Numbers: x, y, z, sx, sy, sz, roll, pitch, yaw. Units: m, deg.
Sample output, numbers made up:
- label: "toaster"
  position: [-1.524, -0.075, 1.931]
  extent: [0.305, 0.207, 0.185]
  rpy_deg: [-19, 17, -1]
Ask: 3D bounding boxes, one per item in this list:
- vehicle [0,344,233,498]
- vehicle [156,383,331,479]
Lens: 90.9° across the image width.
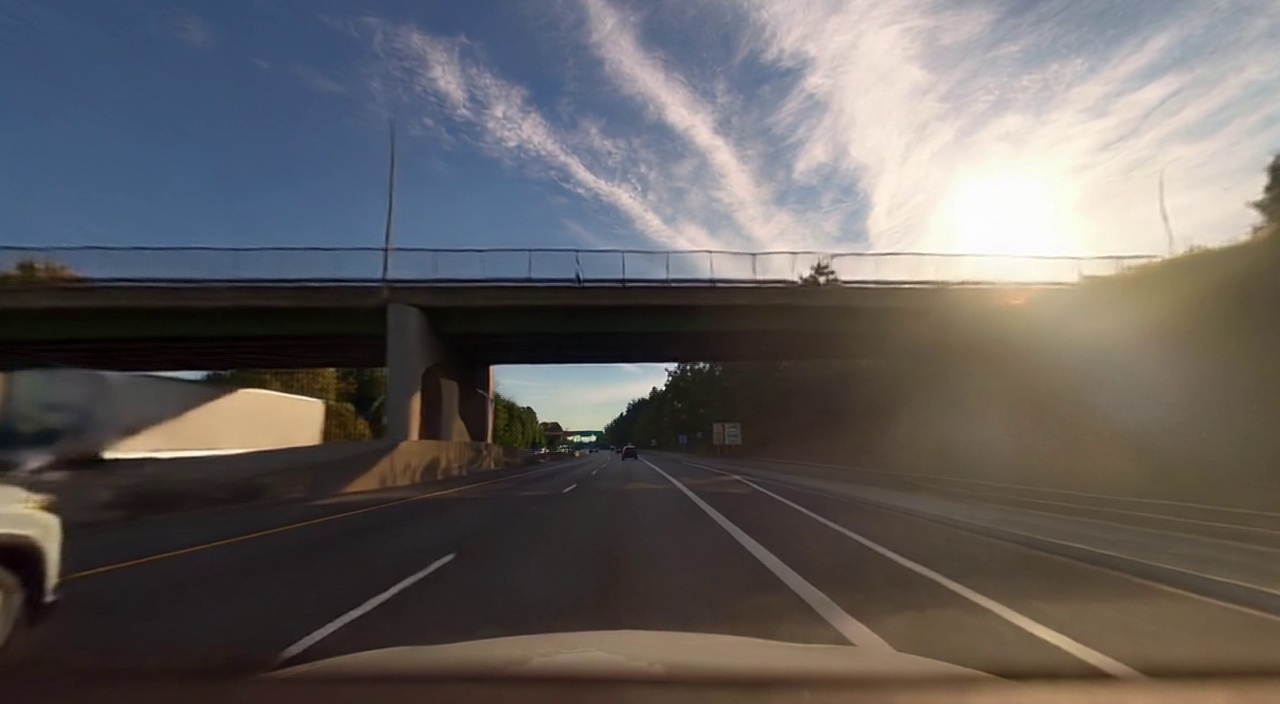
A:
- label: "vehicle"
  position: [-18.262, 2.458, 20.638]
  extent: [2.912, 3.980, 10.503]
  rpy_deg: [0, -9, -1]
- label: "vehicle"
  position: [-18.452, 3.902, 30.291]
  extent: [2.852, 3.960, 8.405]
  rpy_deg: [0, -9, -1]
